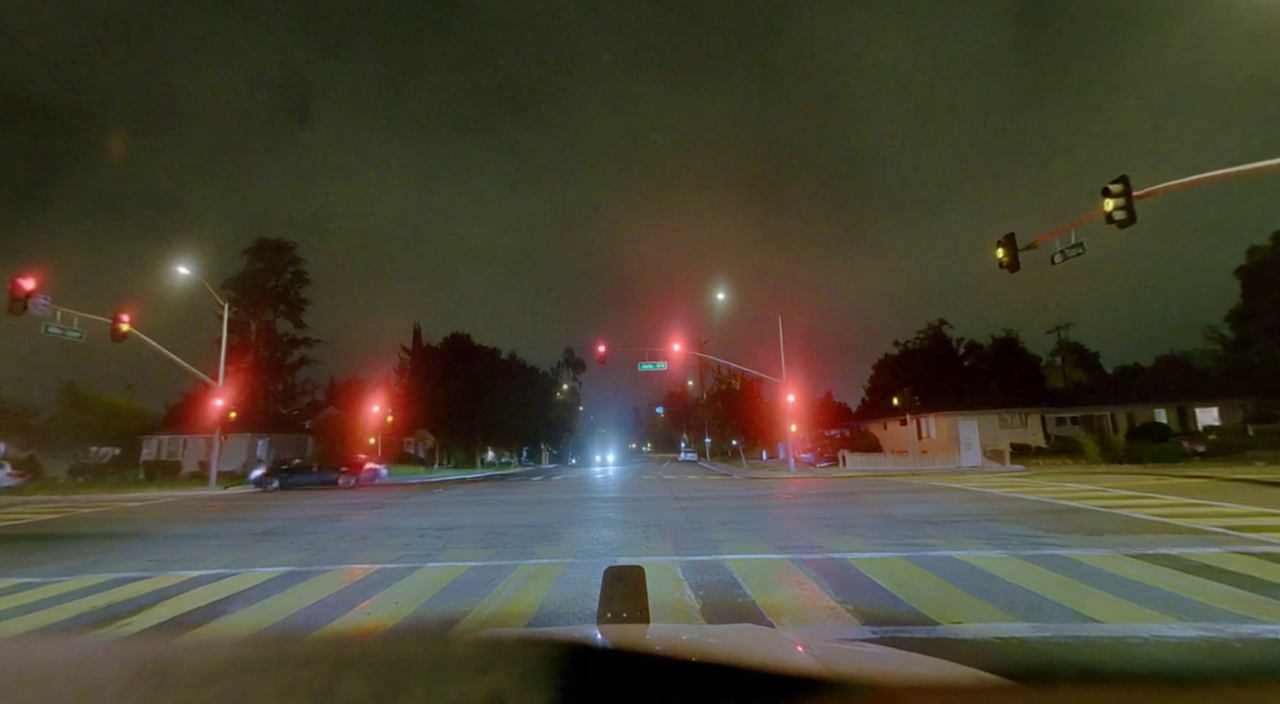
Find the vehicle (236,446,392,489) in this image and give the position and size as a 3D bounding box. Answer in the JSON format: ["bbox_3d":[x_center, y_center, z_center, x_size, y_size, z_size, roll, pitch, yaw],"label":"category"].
[{"bbox_3d":[-11.608,4.131,22.654,4.562,1.460,1.822,0,-8,0],"label":"vehicle"}]
